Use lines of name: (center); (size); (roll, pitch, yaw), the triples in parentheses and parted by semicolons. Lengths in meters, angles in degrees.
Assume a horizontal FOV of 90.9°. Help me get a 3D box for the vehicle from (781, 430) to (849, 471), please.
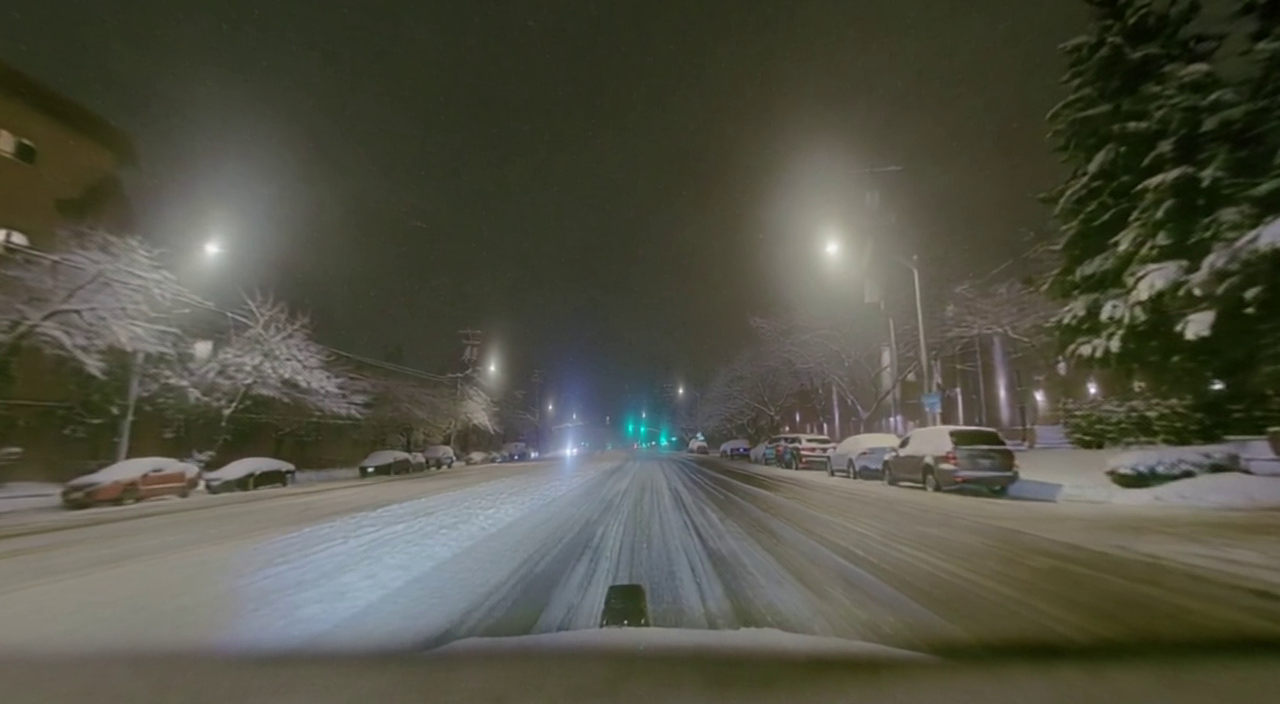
vehicle: (9.936, 5.672, 36.321); (2.115, 2.151, 5.826); (0, -9, -1)

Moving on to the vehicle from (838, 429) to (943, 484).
vehicle: (9.854, 4.144, 25.337); (2.088, 1.973, 5.003); (0, -8, -1)

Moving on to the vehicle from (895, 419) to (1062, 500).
vehicle: (9.749, 3.145, 18.863); (2.169, 2.043, 5.484); (-1, -8, 3)

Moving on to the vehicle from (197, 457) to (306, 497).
vehicle: (-16.844, 5.393, 27.658); (1.868, 1.470, 4.652); (-1, -8, 0)

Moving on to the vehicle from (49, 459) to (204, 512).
vehicle: (-17.324, 4.491, 21.591); (1.879, 1.494, 4.227); (0, -8, -3)

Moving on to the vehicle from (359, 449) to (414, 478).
vehicle: (-16.720, 7.324, 41.836); (1.913, 1.744, 4.478); (-1, -8, -2)
